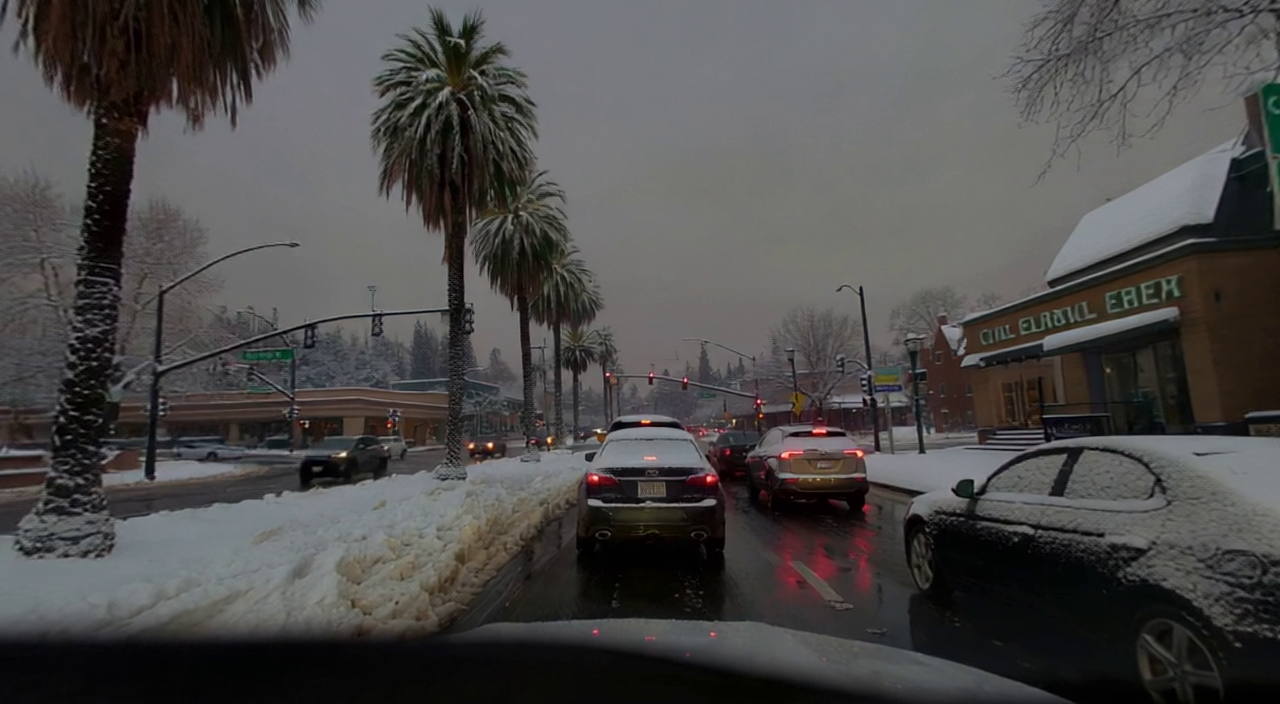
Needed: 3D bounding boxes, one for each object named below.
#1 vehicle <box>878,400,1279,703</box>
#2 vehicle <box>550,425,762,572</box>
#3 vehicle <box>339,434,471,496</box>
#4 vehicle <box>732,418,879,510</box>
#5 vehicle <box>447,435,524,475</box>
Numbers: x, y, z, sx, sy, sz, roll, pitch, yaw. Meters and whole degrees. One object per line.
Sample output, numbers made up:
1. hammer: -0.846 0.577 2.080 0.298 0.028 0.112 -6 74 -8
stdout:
1. vehicle: 3.538 1.228 4.465 1.910 1.490 4.661 0 -8 1
2. vehicle: 0.182 1.787 8.464 2.140 1.474 4.026 0 -8 1
3. vehicle: -6.253 3.047 17.357 1.900 1.487 4.165 0 -8 2
4. vehicle: 3.495 2.464 14.302 2.169 1.751 4.276 0 -8 0
5. vehicle: -6.042 4.094 25.221 1.822 1.456 4.396 -1 -8 2
